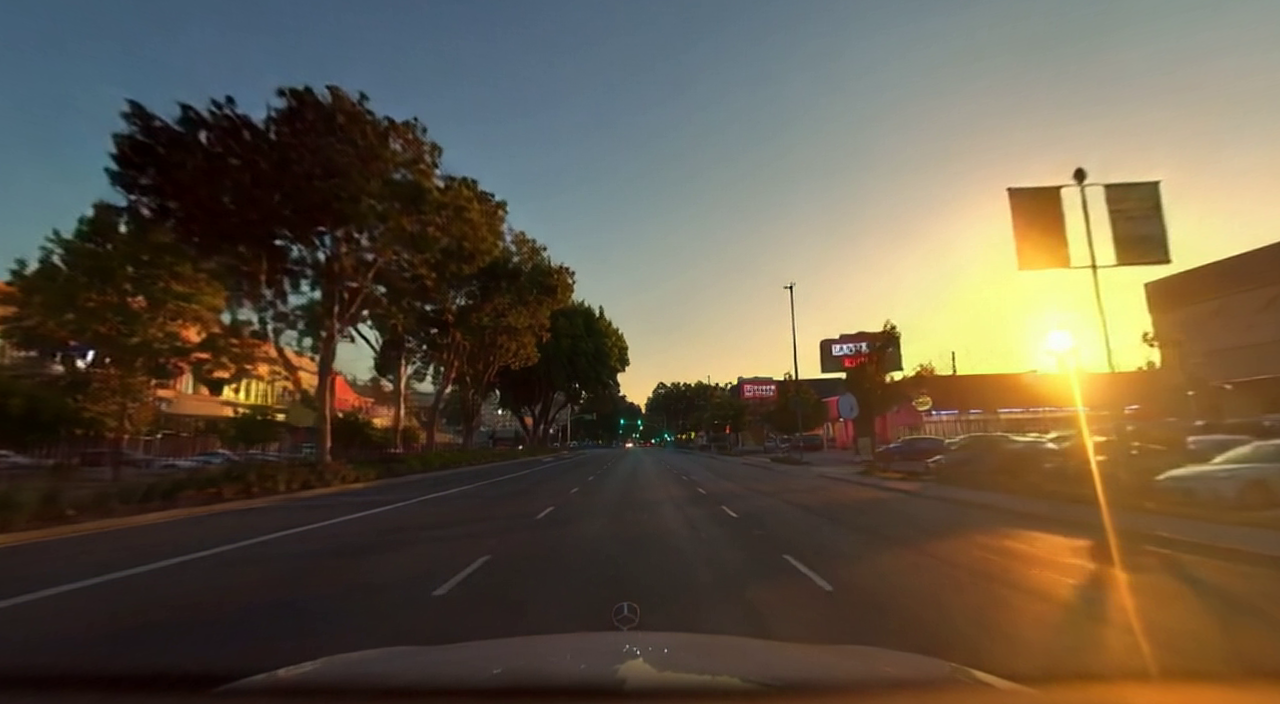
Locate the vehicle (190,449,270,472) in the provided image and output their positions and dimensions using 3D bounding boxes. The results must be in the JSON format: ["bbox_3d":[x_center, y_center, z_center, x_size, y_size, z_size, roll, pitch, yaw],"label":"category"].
[{"bbox_3d":[-30.938,8.196,47.776,4.528,1.666,2.077,0,-8,-2],"label":"vehicle"}]

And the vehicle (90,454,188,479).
[{"bbox_3d":[-31.213,7.128,39.453,4.593,1.433,1.711,0,-8,-1],"label":"vehicle"}]

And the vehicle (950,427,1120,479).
[{"bbox_3d":[13.371,3.443,21.601,4.386,1.570,2.043,-1,-9,-2],"label":"vehicle"}]

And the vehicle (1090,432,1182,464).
[{"bbox_3d":[28.832,5.609,36.908,1.964,1.781,4.099,0,-8,1],"label":"vehicle"}]

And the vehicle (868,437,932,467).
[{"bbox_3d":[15.327,5.905,37.532,1.881,1.664,4.658,0,-8,1],"label":"vehicle"}]
